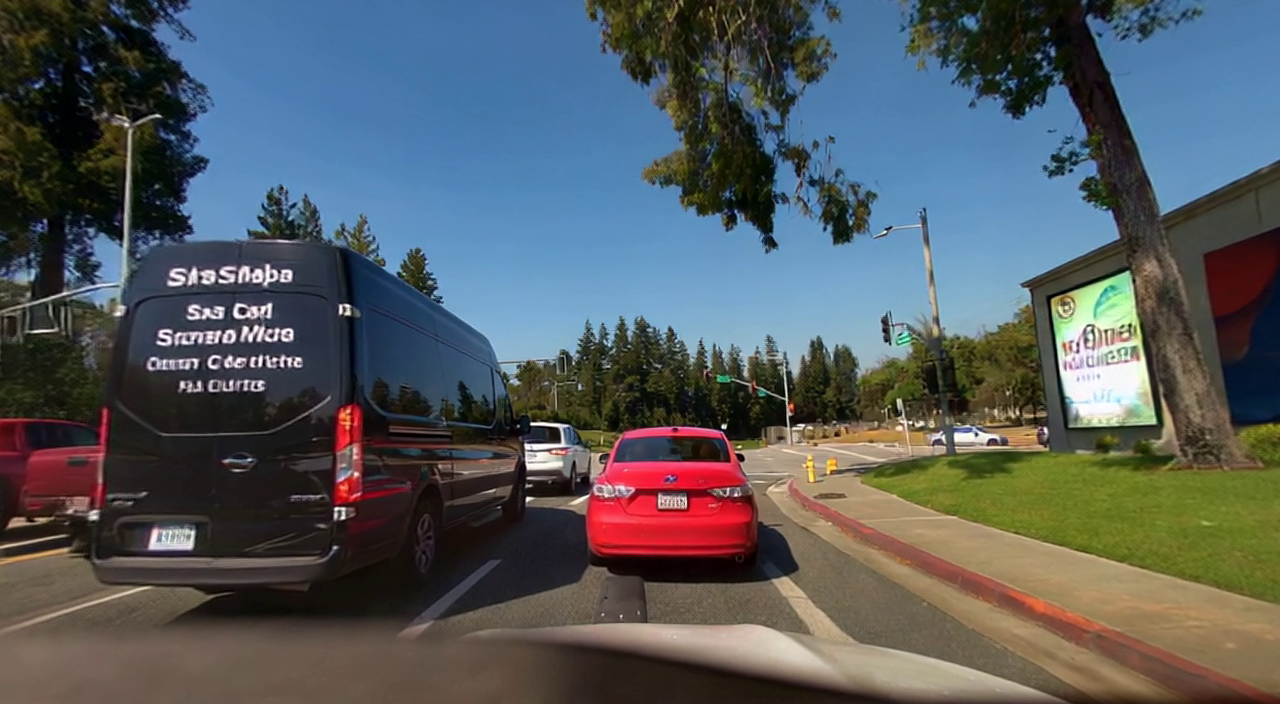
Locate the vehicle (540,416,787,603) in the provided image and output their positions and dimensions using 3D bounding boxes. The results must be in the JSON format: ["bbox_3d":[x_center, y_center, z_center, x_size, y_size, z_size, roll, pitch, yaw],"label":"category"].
[{"bbox_3d":[0.413,1.841,8.340,2.398,1.773,4.254,-1,-8,6],"label":"vehicle"}]

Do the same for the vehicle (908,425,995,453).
[{"bbox_3d":[21.958,6.157,44.463,5.021,1.848,2.210,1,-9,-9],"label":"vehicle"}]

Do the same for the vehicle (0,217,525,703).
[{"bbox_3d":[-3.089,1.023,6.787,2.555,3.035,5.702,0,-8,0],"label":"vehicle"}]

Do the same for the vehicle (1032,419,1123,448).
[{"bbox_3d":[32.011,6.025,46.132,5.084,2.041,2.360,1,-9,-9],"label":"vehicle"}]
